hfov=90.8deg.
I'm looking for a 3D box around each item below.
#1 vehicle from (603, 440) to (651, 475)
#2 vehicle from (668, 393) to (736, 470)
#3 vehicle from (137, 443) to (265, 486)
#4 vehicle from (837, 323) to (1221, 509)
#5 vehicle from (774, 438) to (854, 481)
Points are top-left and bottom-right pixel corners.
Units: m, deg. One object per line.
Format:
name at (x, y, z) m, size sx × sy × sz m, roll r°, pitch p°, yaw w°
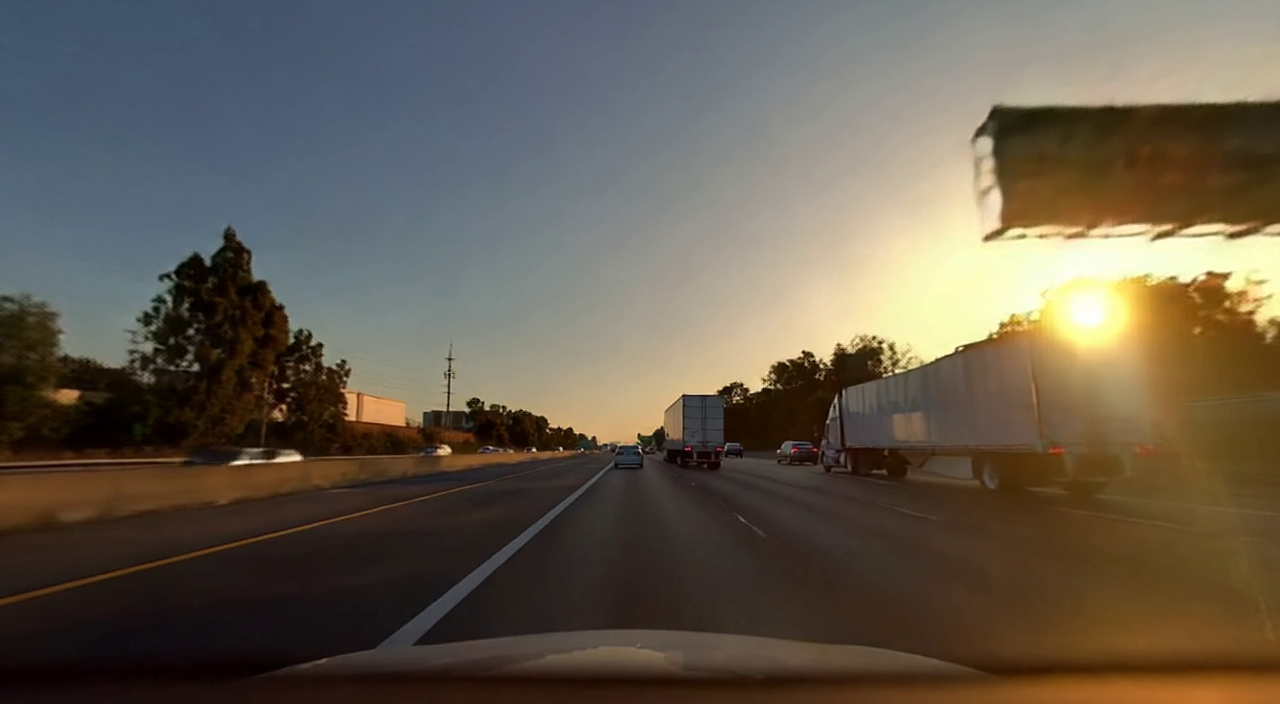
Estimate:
vehicle at (-0.581, 5.085, 30.586) m, size 2.163 × 1.551 × 4.180 m, roll 0°, pitch -9°, yaw 0°
vehicle at (3.614, 5.087, 39.536) m, size 2.999 × 4.127 × 10.526 m, roll 0°, pitch -9°, yaw -1°
vehicle at (-16.667, 4.263, 24.294) m, size 1.781 × 1.477 × 4.274 m, roll 0°, pitch -9°, yaw 1°
vehicle at (11.366, 2.700, 22.778) m, size 2.898 × 4.171 × 17.188 m, roll 0°, pitch -9°, yaw 0°
vehicle at (7.310, 4.561, 27.065) m, size 2.154 × 1.658 × 4.347 m, roll 0°, pitch -9°, yaw -1°
